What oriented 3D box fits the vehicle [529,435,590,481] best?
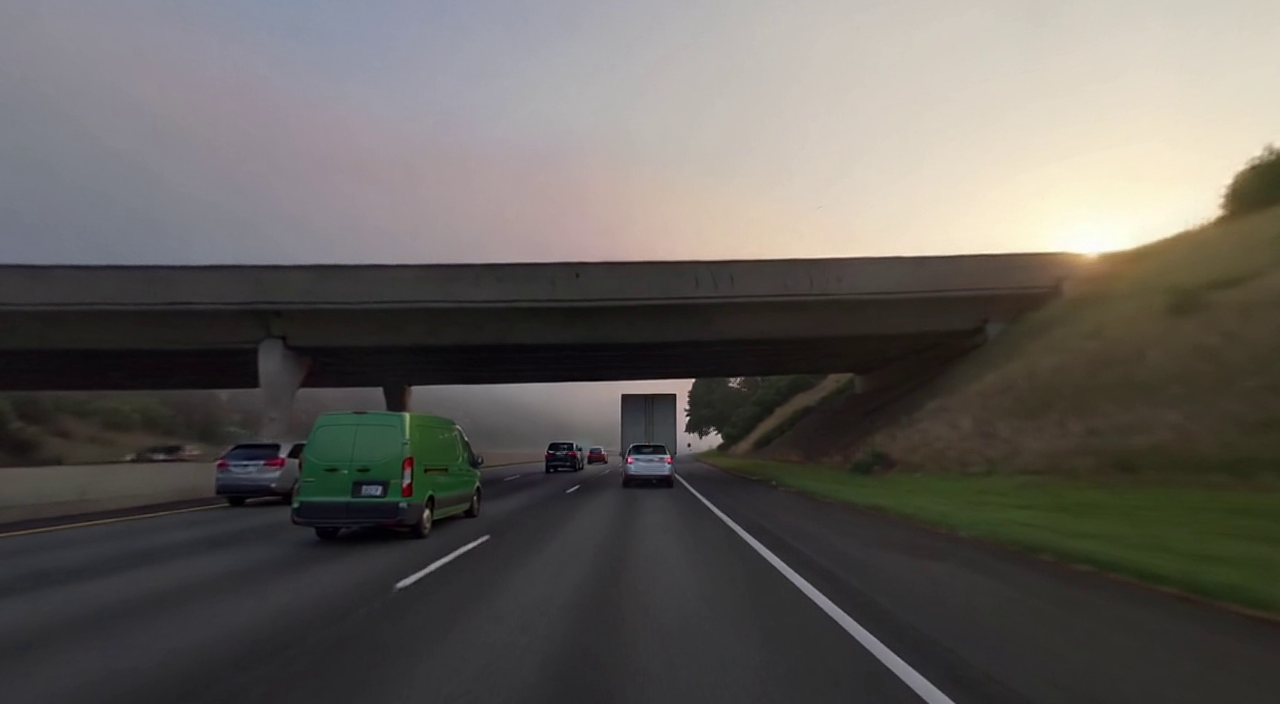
[{"bbox_3d":[-3.419,4.616,27.630,2.068,1.862,4.234,0,-9,1],"label":"vehicle"}]

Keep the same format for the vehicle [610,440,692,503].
[{"bbox_3d":[0.252,3.183,17.109,1.991,1.507,3.391,0,-9,-1],"label":"vehicle"}]

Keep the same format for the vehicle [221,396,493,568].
[{"bbox_3d":[-3.587,1.738,8.985,1.951,1.882,3.979,0,-9,1],"label":"vehicle"}]
